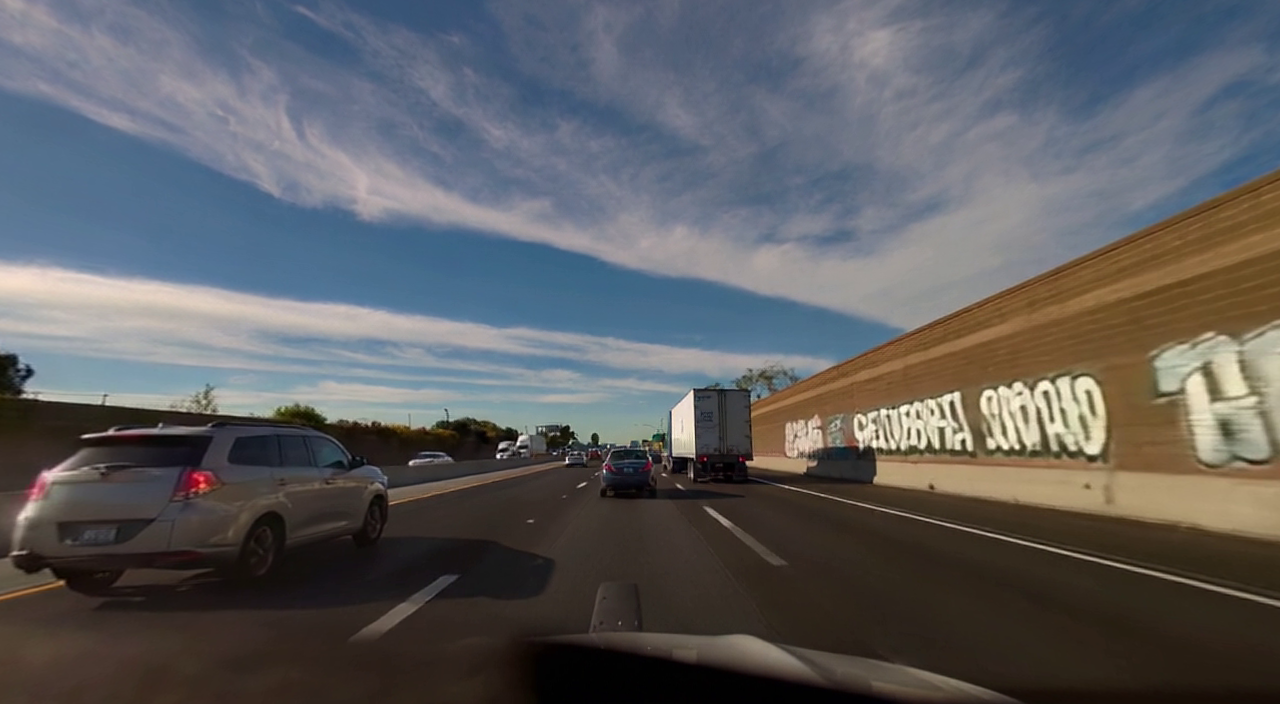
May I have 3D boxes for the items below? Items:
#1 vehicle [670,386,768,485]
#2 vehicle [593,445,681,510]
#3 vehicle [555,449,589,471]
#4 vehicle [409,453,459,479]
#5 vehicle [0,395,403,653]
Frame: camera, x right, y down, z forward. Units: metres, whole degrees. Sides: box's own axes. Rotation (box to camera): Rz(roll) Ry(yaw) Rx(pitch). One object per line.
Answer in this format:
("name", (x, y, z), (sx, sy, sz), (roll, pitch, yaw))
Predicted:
("vehicle", (3.537, 4.452, 32.747), (2.902, 4.014, 14.446), (0, -9, -1))
("vehicle", (-0.117, 3.200, 16.584), (2.033, 1.468, 4.015), (0, -9, -1))
("vehicle", (-4.929, 7.941, 46.327), (2.067, 1.481, 4.085), (0, -9, 0))
("vehicle", (-12.191, 6.762, 37.461), (1.767, 1.418, 3.555), (0, -9, 0))
("vehicle", (-4.433, 1.534, 6.739), (1.988, 1.750, 4.711), (0, -9, -1))
